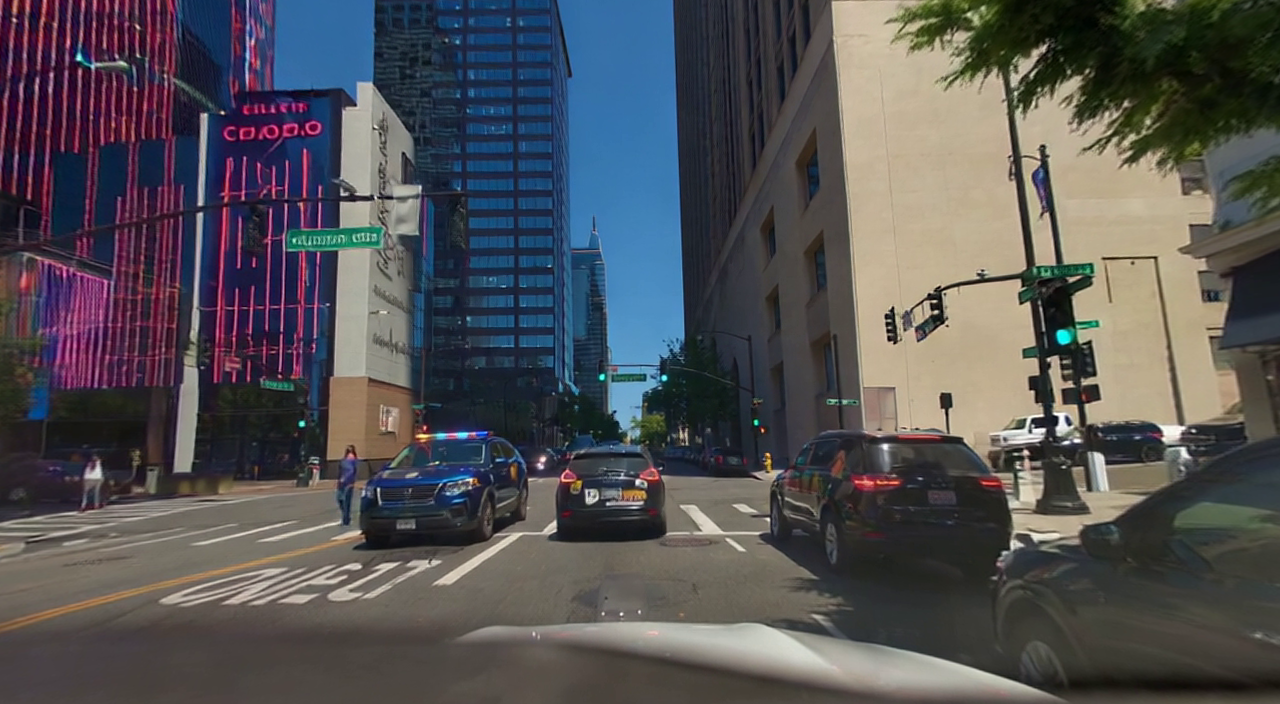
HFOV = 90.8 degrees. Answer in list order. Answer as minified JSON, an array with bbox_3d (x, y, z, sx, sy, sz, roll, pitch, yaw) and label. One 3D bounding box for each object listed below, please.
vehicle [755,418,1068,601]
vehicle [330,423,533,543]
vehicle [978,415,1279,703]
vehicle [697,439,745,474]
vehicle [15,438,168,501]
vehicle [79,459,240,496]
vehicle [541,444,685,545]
[{"bbox_3d":[3.039,1.851,8.495,2.072,1.735,4.759,0,-8,0],"label":"vehicle"},{"bbox_3d":[-3.695,2.424,12.532,2.190,1.840,5.272,0,-8,0],"label":"vehicle"},{"bbox_3d":[2.736,0.798,0.991,1.902,1.454,4.540,0,-8,0],"label":"vehicle"},{"bbox_3d":[5.651,7.384,44.899,2.420,2.300,5.313,0,-8,-3],"label":"vehicle"},{"bbox_3d":[-30.890,6.581,35.798,5.896,3.276,2.809,0,-8,0],"label":"vehicle"},{"bbox_3d":[-20.117,5.260,26.612,5.153,1.449,1.966,0,-8,1],"label":"vehicle"},{"bbox_3d":[-0.416,2.378,11.319,2.092,1.454,4.132,0,-8,-1],"label":"vehicle"}]
